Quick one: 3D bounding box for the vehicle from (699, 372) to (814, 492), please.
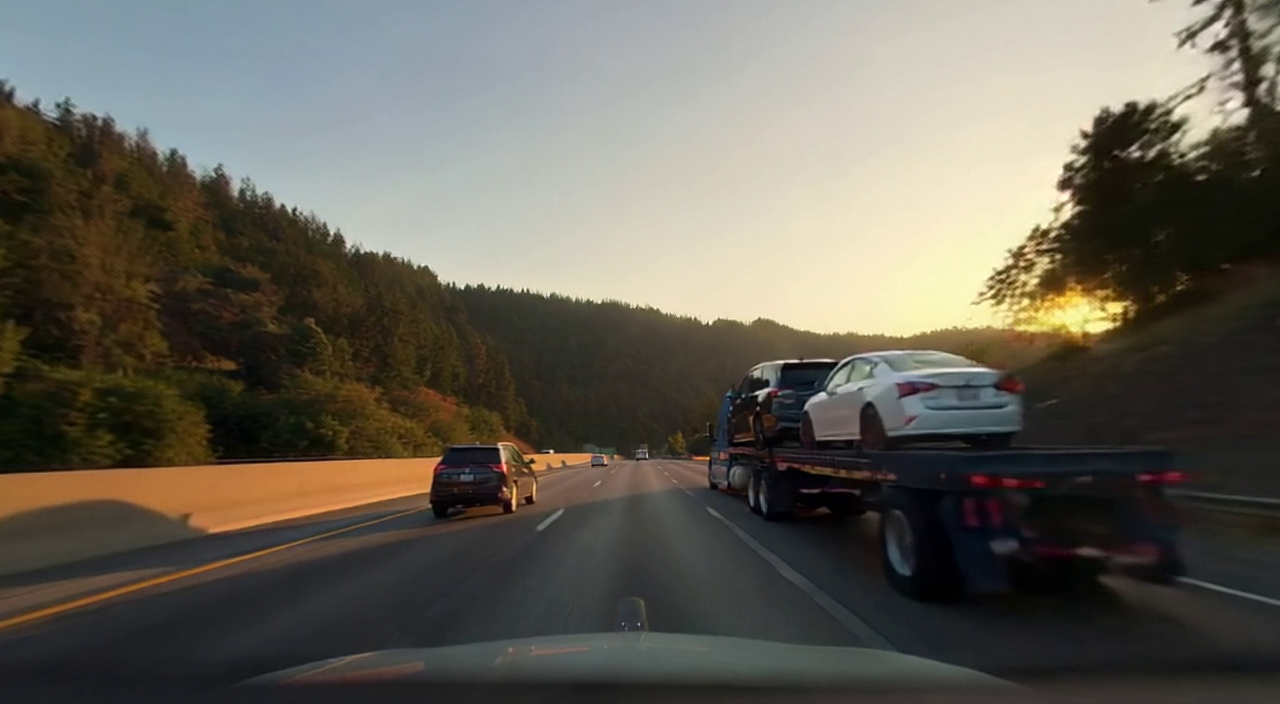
[{"bbox_3d":[4.035,3.015,23.354,3.016,3.891,5.767,0,-9,-1],"label":"vehicle"}]

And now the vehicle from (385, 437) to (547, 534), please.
[{"bbox_3d":[-3.127,2.482,12.296,1.944,1.548,4.051,0,-9,1],"label":"vehicle"}]
